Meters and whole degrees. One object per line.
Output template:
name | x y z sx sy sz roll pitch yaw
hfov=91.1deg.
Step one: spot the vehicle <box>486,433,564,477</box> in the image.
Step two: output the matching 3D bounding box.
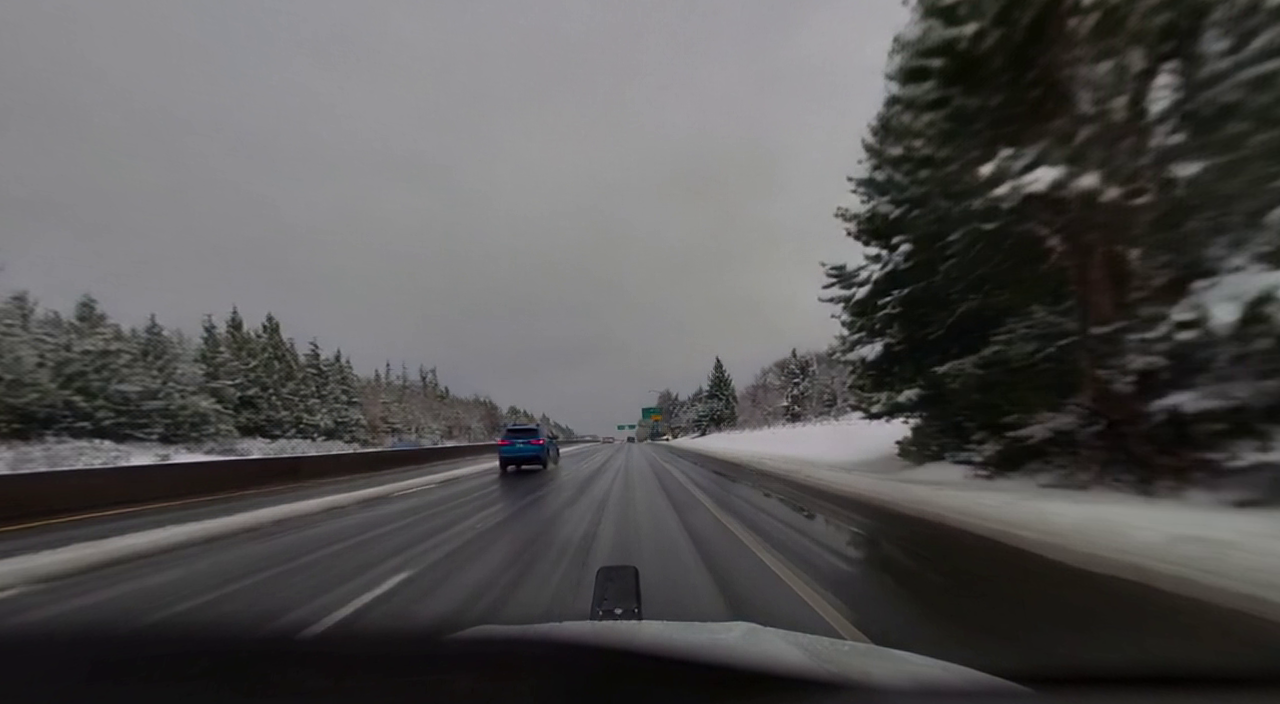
vehicle | -4.228 3.821 23.764 2.063 1.496 4.225 0 -8 1
